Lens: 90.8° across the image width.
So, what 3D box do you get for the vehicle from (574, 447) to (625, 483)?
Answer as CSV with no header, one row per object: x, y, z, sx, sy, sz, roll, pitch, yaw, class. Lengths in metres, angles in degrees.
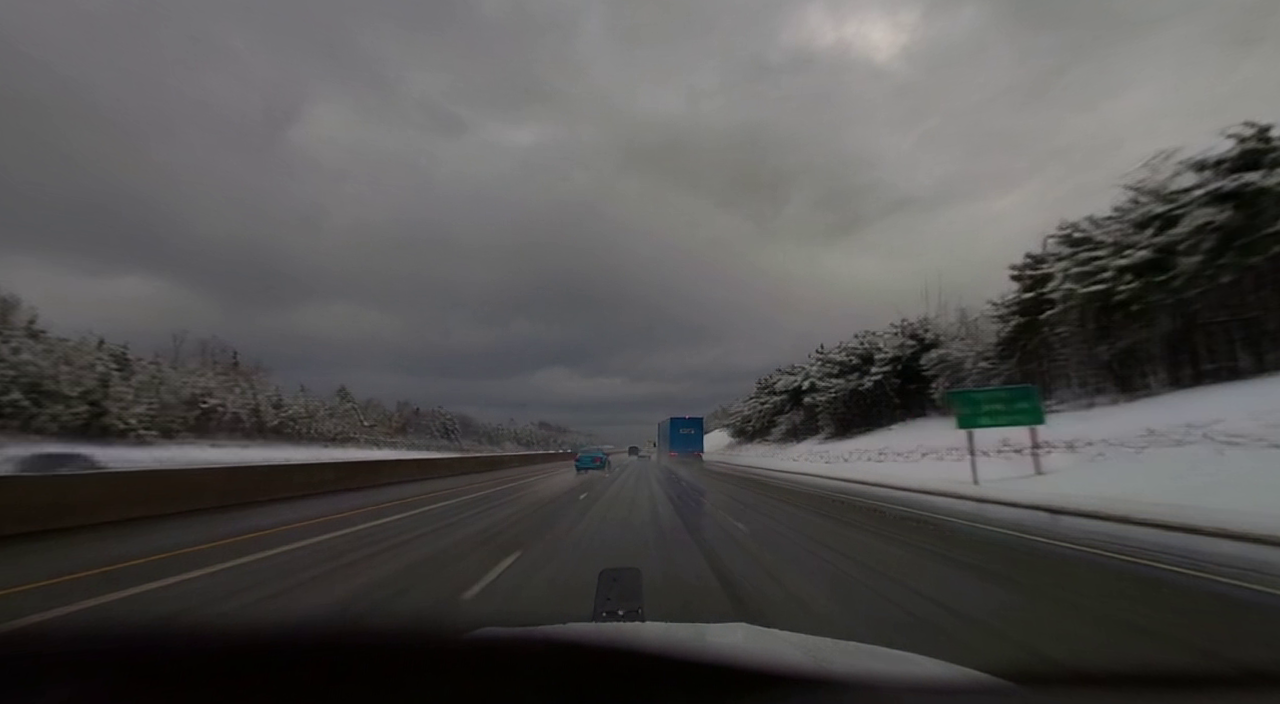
-1.791,5.205,29.348,2.013,1.498,3.908,-1,-9,2,vehicle

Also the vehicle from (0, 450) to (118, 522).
-19.145,4.001,19.113,2.215,2.016,5.106,-1,-9,0,vehicle
